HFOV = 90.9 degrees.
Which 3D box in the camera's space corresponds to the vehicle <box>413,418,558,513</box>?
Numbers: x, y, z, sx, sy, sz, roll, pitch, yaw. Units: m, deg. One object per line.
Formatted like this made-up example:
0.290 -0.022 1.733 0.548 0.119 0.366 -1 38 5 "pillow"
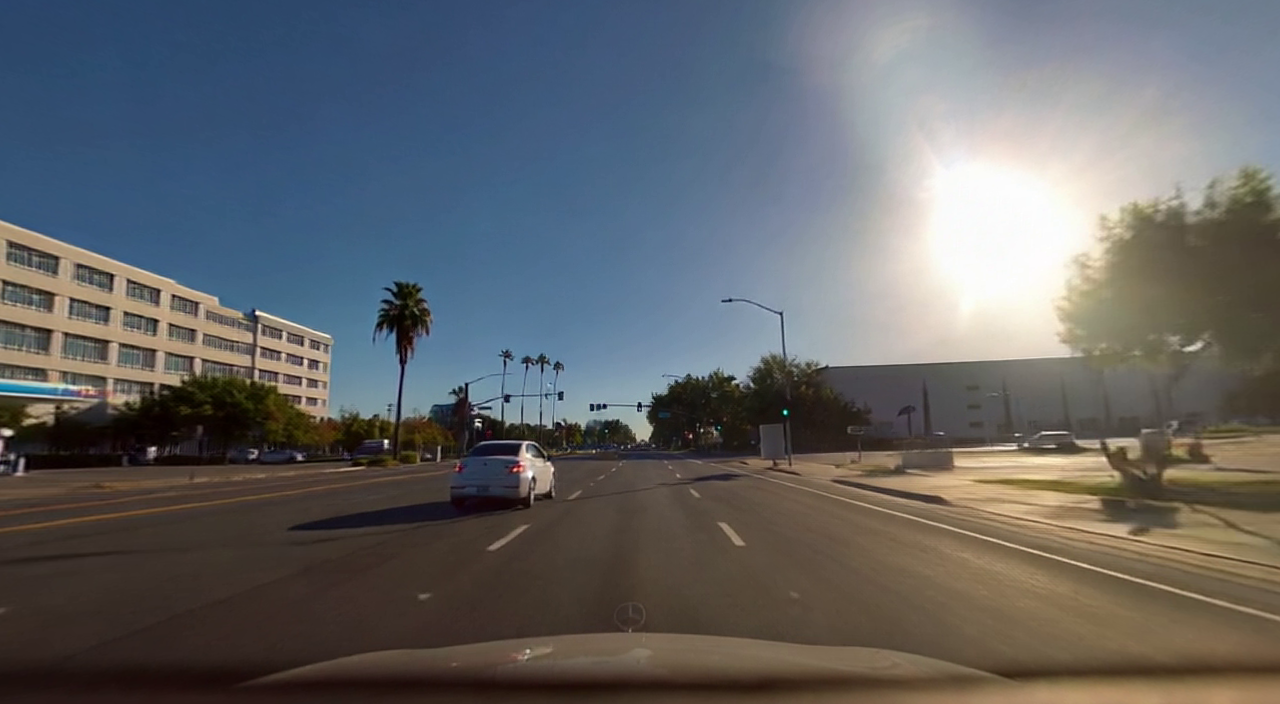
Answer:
-3.196 2.465 14.089 2.011 1.756 4.478 0 -9 1 "vehicle"
